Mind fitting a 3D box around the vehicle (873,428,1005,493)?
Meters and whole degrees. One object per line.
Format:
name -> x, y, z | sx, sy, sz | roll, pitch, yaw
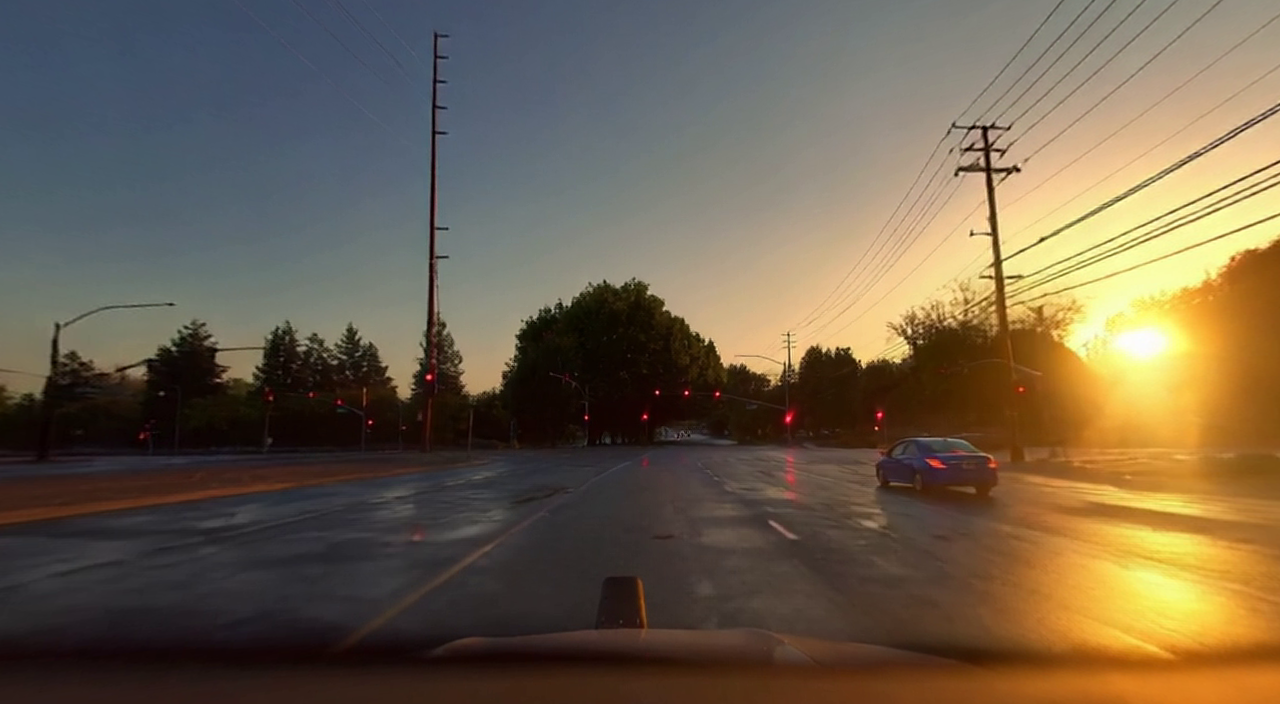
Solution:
vehicle -> 7.899, 2.885, 17.104 | 1.797, 1.544, 3.685 | 0, -9, 1
